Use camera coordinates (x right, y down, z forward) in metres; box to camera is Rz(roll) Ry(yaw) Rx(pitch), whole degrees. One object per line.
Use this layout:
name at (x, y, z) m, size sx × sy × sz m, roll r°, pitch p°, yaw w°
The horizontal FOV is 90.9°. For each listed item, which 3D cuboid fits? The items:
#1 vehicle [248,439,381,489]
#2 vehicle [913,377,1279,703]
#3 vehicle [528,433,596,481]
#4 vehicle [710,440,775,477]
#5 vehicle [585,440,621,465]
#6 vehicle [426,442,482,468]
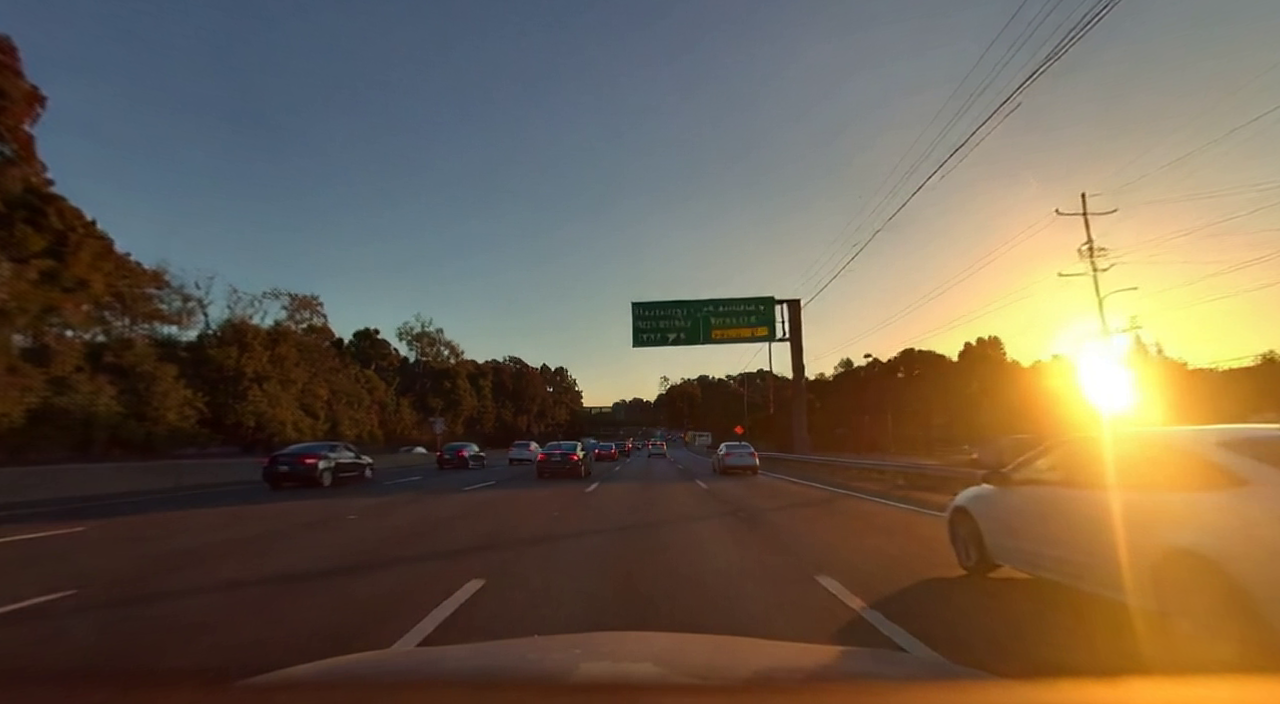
vehicle at (-10.654, 3.687, 21.131) m, size 1.926 × 1.479 × 4.688 m, roll 0°, pitch -8°, yaw 1°
vehicle at (3.784, 1.106, 4.111) m, size 2.036 × 1.580 × 4.360 m, roll 0°, pitch -8°, yaw 0°
vehicle at (-3.099, 4.272, 26.027) m, size 2.133 × 1.775 × 4.530 m, roll 0°, pitch -8°, yaw 1°
vehicle at (4.405, 4.643, 27.761) m, size 2.022 × 1.472 × 4.678 m, roll 0°, pitch -8°, yaw -1°
vehicle at (-2.520, 7.028, 44.388) m, size 2.133 × 1.668 × 4.505 m, roll 0°, pitch -8°, yaw 2°
vehicle at (-10.949, 6.084, 37.446) m, size 1.877 × 1.458 × 4.543 m, roll 0°, pitch -8°, yaw 1°
